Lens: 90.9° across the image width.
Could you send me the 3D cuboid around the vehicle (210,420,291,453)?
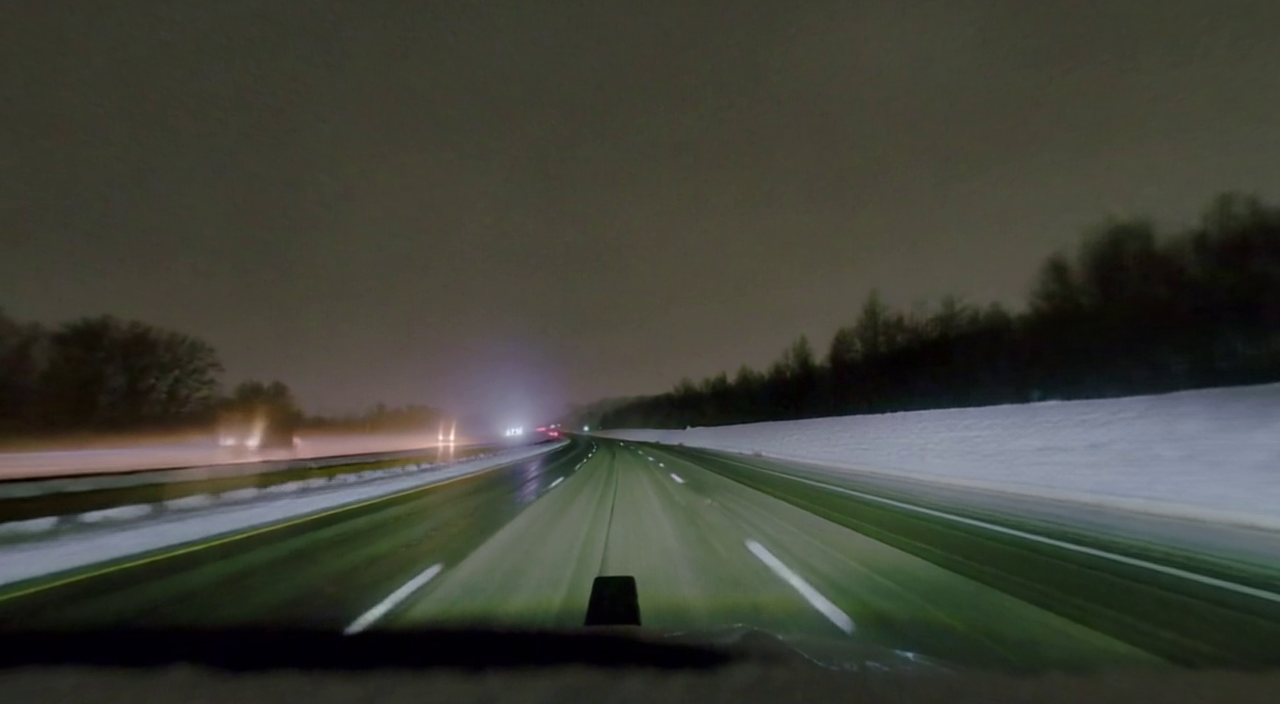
[{"bbox_3d":[-24.313,5.302,39.599,2.032,1.913,4.787,0,-8,-1],"label":"vehicle"}]
